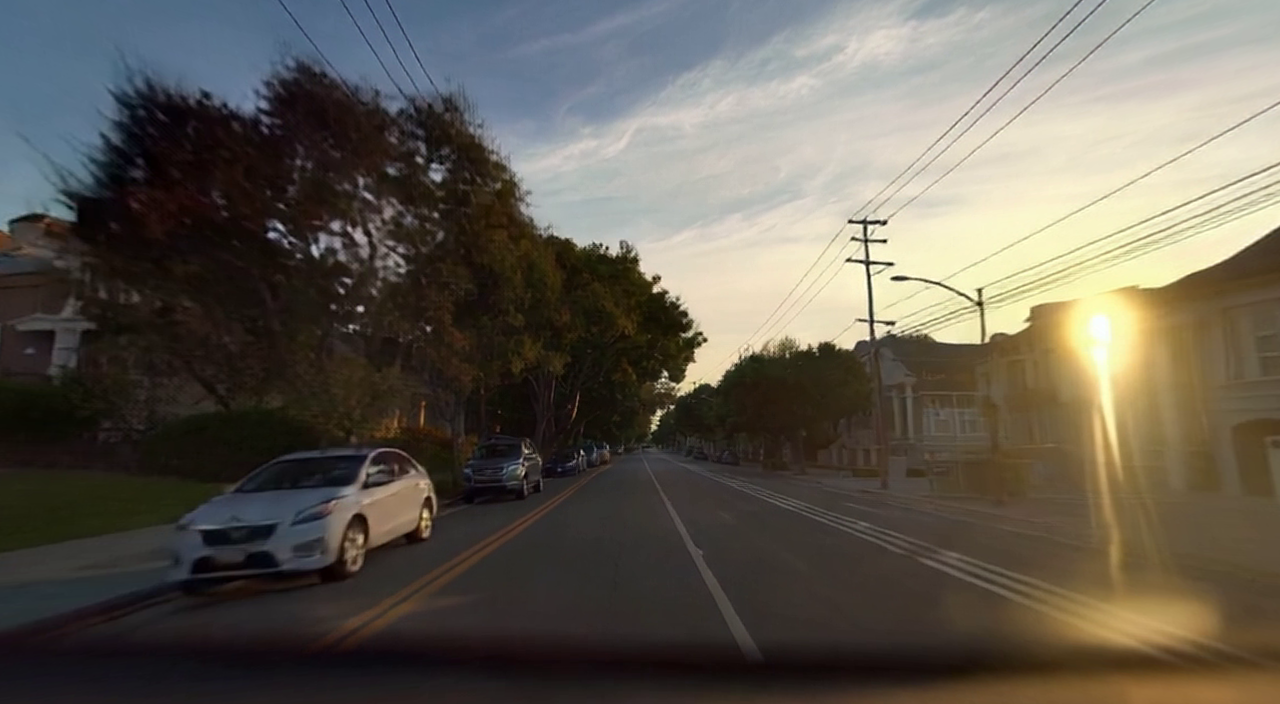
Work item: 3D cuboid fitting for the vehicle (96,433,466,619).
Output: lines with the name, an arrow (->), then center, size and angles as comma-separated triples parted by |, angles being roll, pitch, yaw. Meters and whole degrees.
vehicle -> -3.708, 1.830, 7.783 | 1.825, 1.542, 4.715 | 0, -8, -1

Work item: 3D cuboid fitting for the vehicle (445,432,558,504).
vehicle -> -4.055, 3.520, 19.681 | 2.189, 1.887, 5.616 | -1, -9, 1

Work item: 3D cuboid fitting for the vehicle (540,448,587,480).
vehicle -> -4.021, 6.016, 34.114 | 1.917, 1.516, 4.898 | -2, -9, 0
